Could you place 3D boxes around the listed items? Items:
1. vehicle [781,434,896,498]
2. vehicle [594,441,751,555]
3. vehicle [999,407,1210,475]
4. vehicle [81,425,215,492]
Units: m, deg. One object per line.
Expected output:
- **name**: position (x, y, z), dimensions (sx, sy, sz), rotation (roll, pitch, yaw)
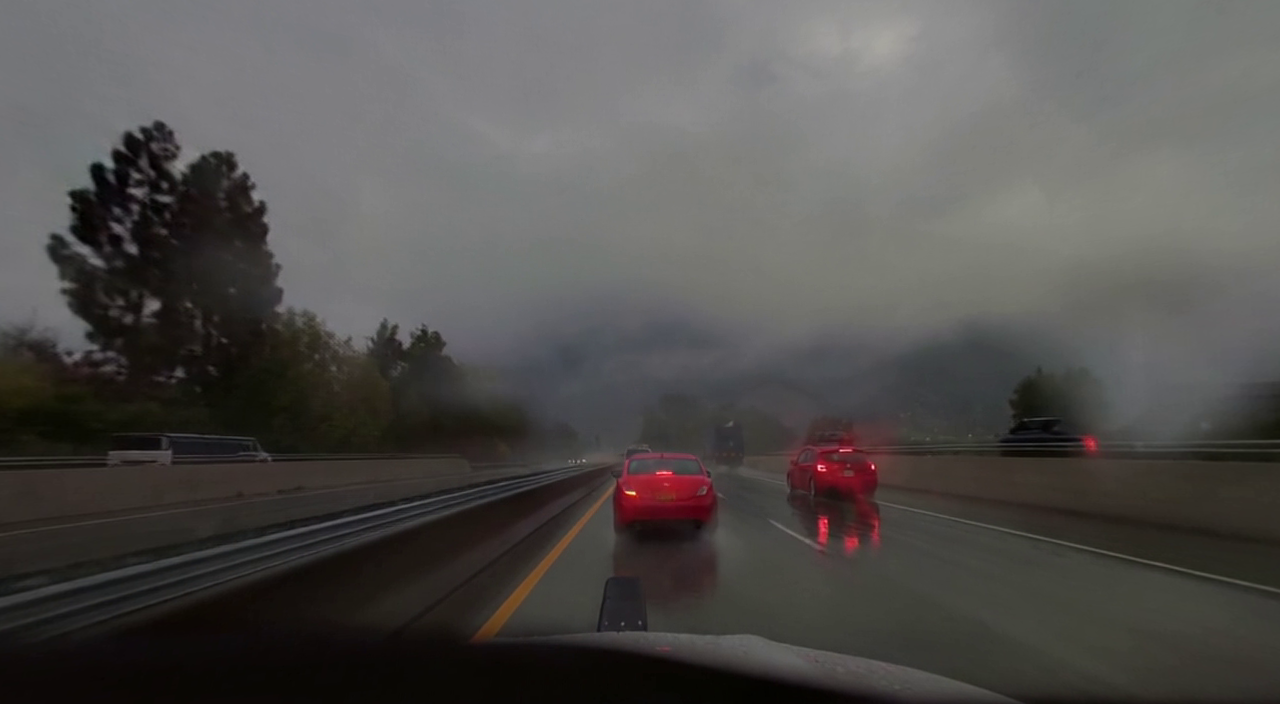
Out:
- **vehicle**: position (6.273, 3.677, 20.625), dimensions (2.177, 1.827, 4.565), rotation (0, -9, -1)
- **vehicle**: position (0.412, 2.237, 10.289), dimensions (2.076, 1.485, 3.774), rotation (0, -9, 0)
- **vehicle**: position (31.501, 6.381, 44.329), dimensions (2.822, 3.996, 14.073), rotation (1, -9, -7)
- **vehicle**: position (-33.552, 7.251, 43.489), dimensions (2.902, 3.981, 7.819), rotation (-3, -8, 0)
